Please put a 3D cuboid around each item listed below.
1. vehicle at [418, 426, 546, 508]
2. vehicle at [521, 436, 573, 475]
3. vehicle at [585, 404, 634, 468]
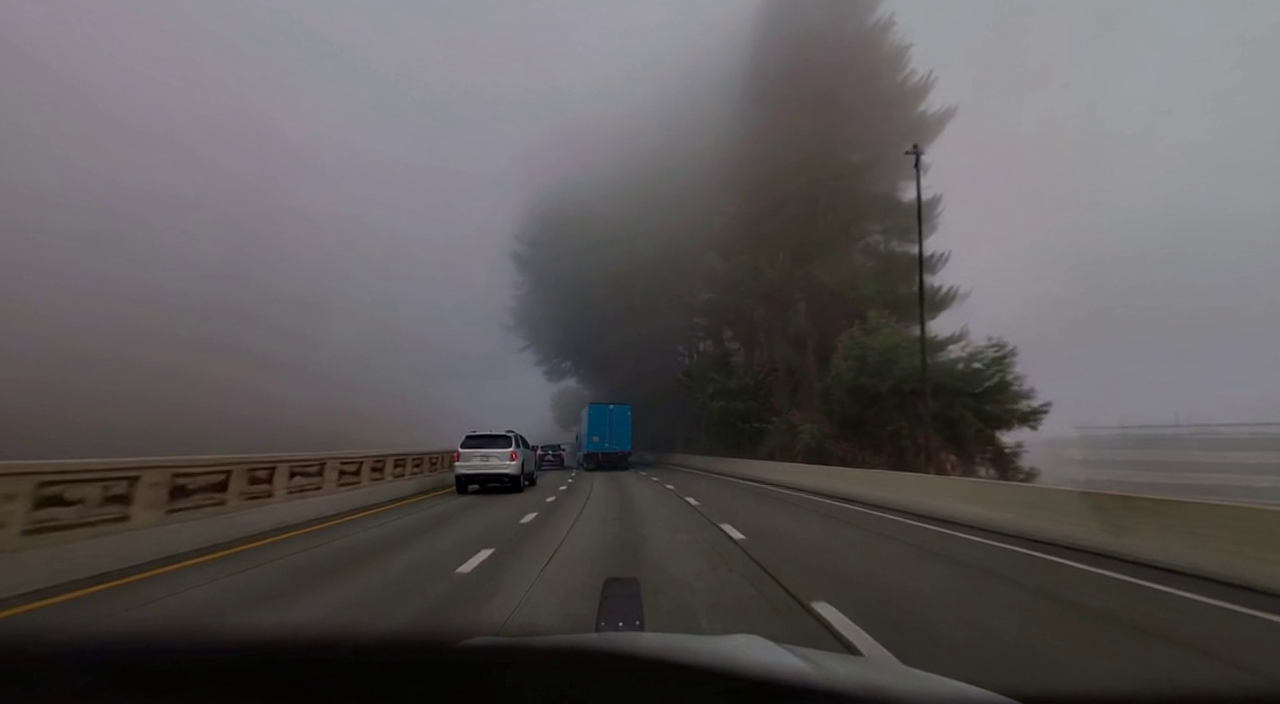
[{"bbox_3d":[-3.704,2.791,15.683,2.041,1.734,4.391,0,-9,0],"label":"vehicle"},{"bbox_3d":[-4.454,5.042,30.874,2.044,1.740,4.361,1,-9,-2],"label":"vehicle"},{"bbox_3d":[-2.124,6.162,45.491,2.959,3.975,12.918,1,-9,-2],"label":"vehicle"}]
